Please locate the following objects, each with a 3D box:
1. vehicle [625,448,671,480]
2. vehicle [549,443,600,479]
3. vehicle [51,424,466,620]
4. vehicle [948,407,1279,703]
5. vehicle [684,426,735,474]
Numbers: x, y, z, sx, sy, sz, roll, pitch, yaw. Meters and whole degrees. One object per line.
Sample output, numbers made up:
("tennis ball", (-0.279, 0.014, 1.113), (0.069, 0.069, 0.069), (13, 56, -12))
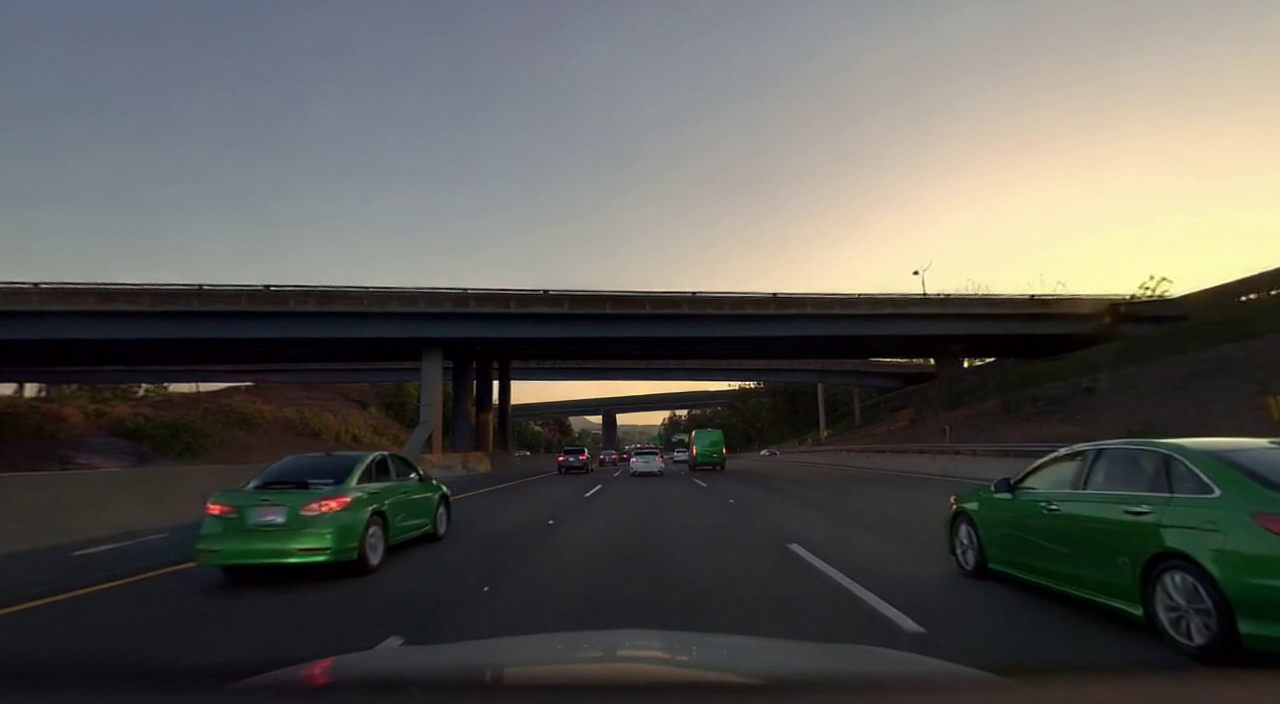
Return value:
("vehicle", (0.369, 5.541, 31.540), (2.174, 1.467, 4.005), (0, -8, 0))
("vehicle", (-3.372, 5.687, 33.227), (2.078, 1.706, 4.298), (-1, -8, 2))
("vehicle", (-3.644, 1.667, 7.118), (2.137, 1.562, 3.926), (0, -8, 1))
("vehicle", (4.158, 1.201, 4.063), (2.085, 1.558, 4.466), (0, -8, 0))
("vehicle", (4.229, 6.113, 39.605), (2.436, 2.745, 6.607), (0, -8, 0))
